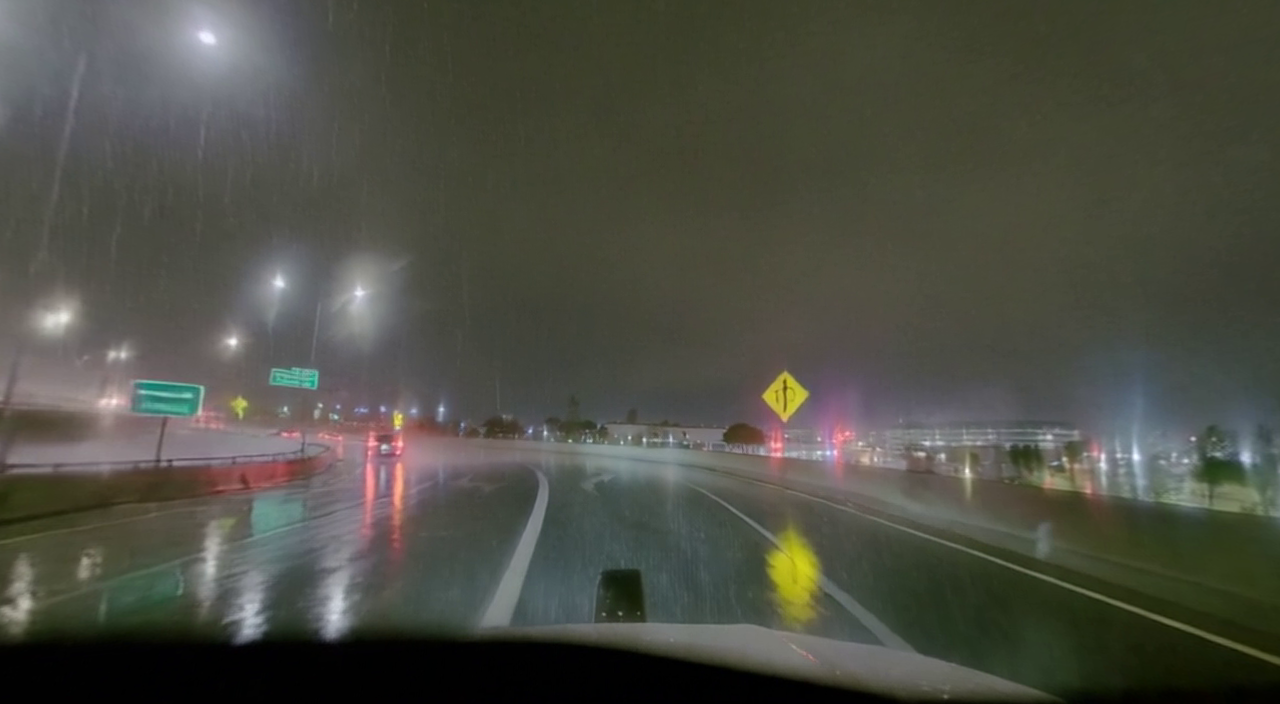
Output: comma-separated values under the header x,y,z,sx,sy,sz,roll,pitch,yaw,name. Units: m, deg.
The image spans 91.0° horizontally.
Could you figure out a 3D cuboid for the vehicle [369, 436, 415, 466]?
x,y,z,sx,sy,sz,roll,pitch,yaw,name
-14.268,5.645,36.072,2.234,1.588,4.484,4,-9,-22,vehicle
